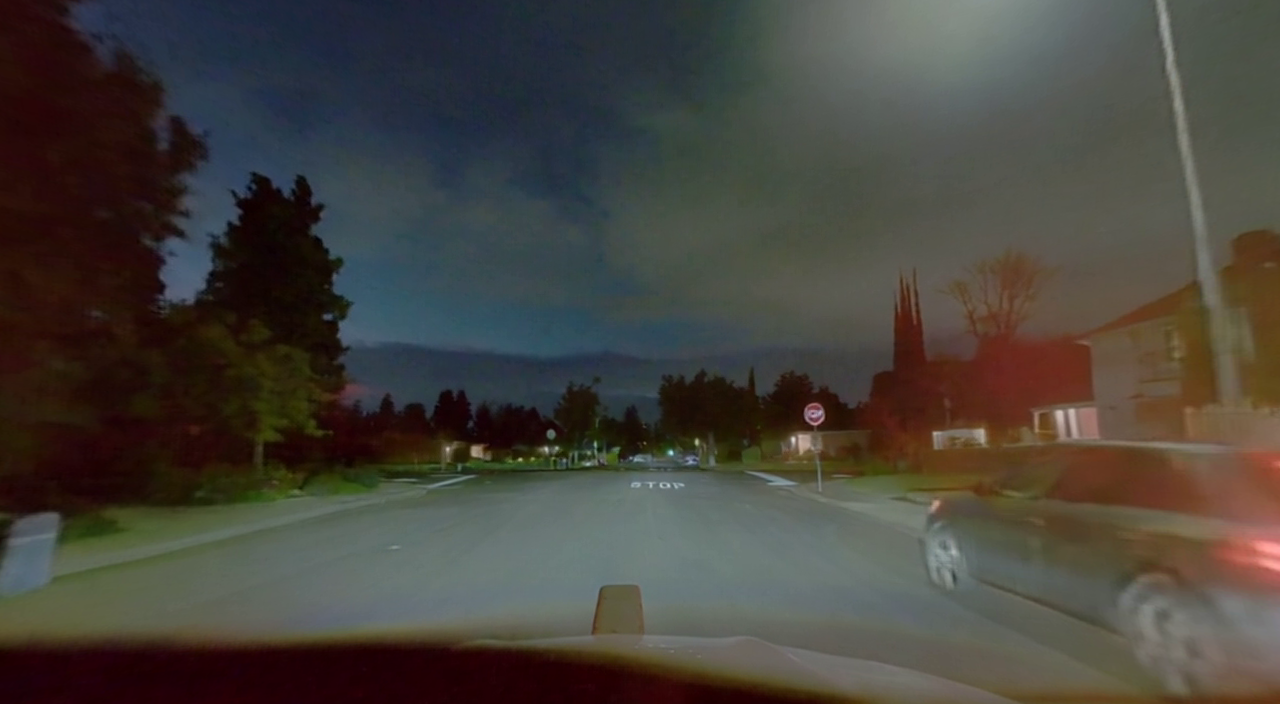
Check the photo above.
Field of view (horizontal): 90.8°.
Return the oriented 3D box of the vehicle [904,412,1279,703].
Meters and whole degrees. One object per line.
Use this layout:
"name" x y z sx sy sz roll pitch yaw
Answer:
"vehicle" 3.758 1.318 4.643 1.975 1.528 4.000 0 -9 2
